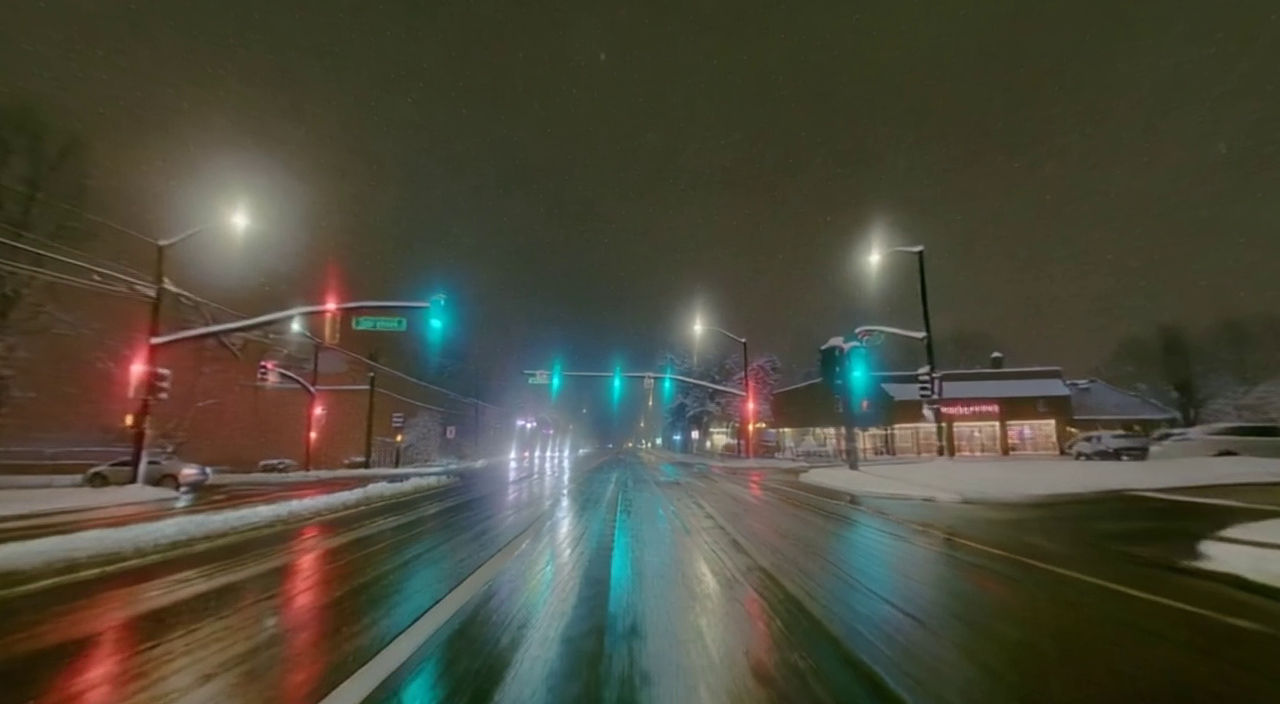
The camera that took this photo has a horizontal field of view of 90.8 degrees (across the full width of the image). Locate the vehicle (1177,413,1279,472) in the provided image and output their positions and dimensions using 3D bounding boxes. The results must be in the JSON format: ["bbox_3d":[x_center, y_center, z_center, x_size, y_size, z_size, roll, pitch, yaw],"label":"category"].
[{"bbox_3d":[18.707,2.644,18.458,1.879,1.643,4.484,0,-8,-3],"label":"vehicle"}]

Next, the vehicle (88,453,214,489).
[{"bbox_3d":[-25.161,6.118,32.638,4.727,1.719,2.095,-1,-9,1],"label":"vehicle"}]

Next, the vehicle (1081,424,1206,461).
[{"bbox_3d":[22.621,4.101,28.496,4.022,1.579,1.826,-1,-8,1],"label":"vehicle"}]

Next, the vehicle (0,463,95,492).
[{"bbox_3d":[-34.457,7.237,36.340,4.741,1.416,1.803,-4,-12,5],"label":"vehicle"}]
